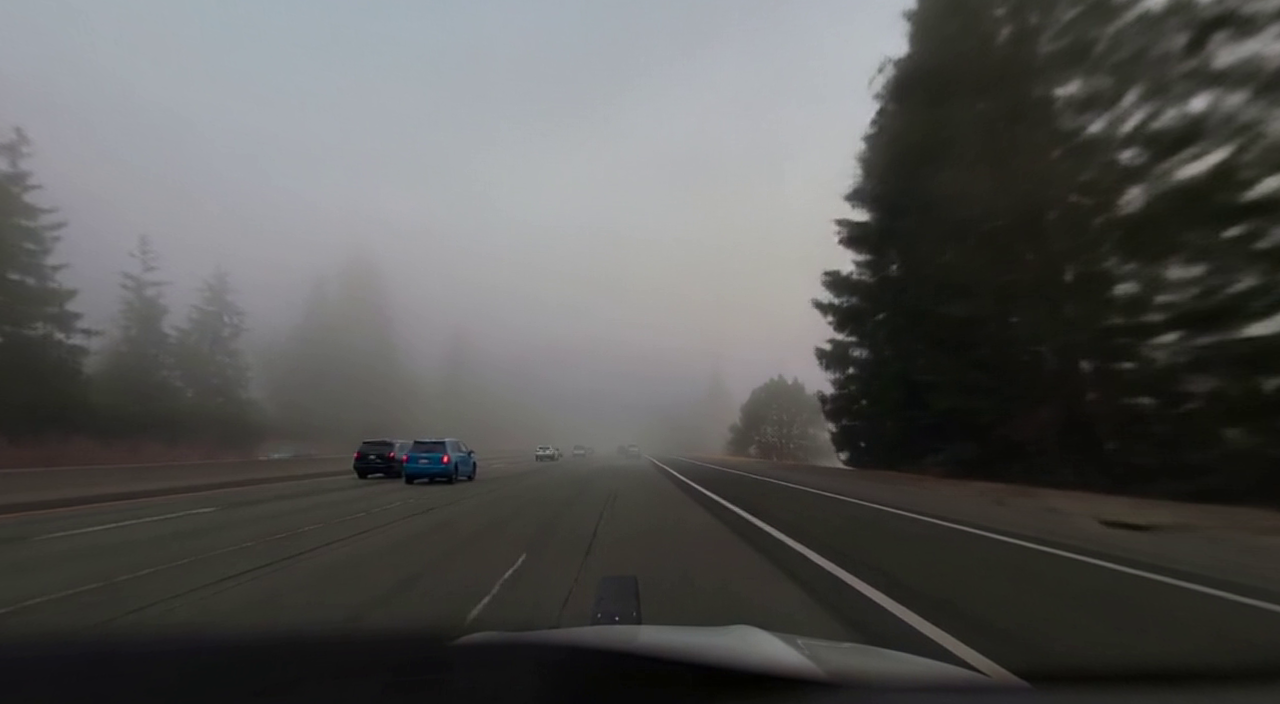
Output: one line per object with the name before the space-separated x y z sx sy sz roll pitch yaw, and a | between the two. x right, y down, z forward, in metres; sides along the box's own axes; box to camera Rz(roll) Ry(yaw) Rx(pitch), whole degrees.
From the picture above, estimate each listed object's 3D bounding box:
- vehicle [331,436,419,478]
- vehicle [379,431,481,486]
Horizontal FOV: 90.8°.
vehicle | -11.639 4.638 28.124 2.016 1.711 4.365 0 -9 -1
vehicle | -7.389 3.811 22.817 2.146 1.766 4.502 0 -9 -1
